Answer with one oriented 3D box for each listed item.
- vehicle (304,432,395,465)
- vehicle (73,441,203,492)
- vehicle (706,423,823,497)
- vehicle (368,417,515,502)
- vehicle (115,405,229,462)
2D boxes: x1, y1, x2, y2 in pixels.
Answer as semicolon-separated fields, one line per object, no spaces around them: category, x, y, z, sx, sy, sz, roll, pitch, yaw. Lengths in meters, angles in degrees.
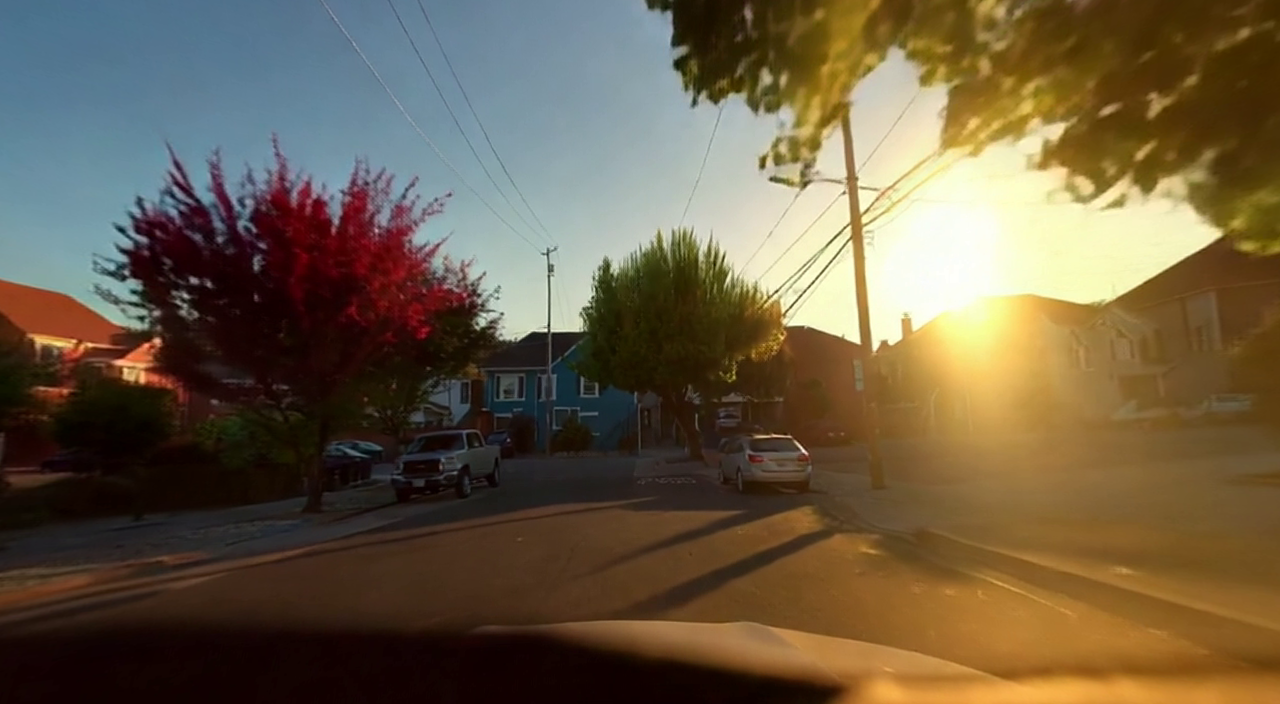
vehicle;-17.216;5.726;37.445;4.417;1.703;2.093;-1;-3;1
vehicle;-15.932;3.589;20.209;1.563;1.433;3.492;0;-8;-7
vehicle;3.350;3.002;18.055;2.109;1.811;4.886;0;-8;-3
vehicle;-5.560;3.104;18.881;2.480;2.084;6.353;0;-8;-1
vehicle;-31.358;5.333;42.550;2.473;2.922;6.719;0;1;3
